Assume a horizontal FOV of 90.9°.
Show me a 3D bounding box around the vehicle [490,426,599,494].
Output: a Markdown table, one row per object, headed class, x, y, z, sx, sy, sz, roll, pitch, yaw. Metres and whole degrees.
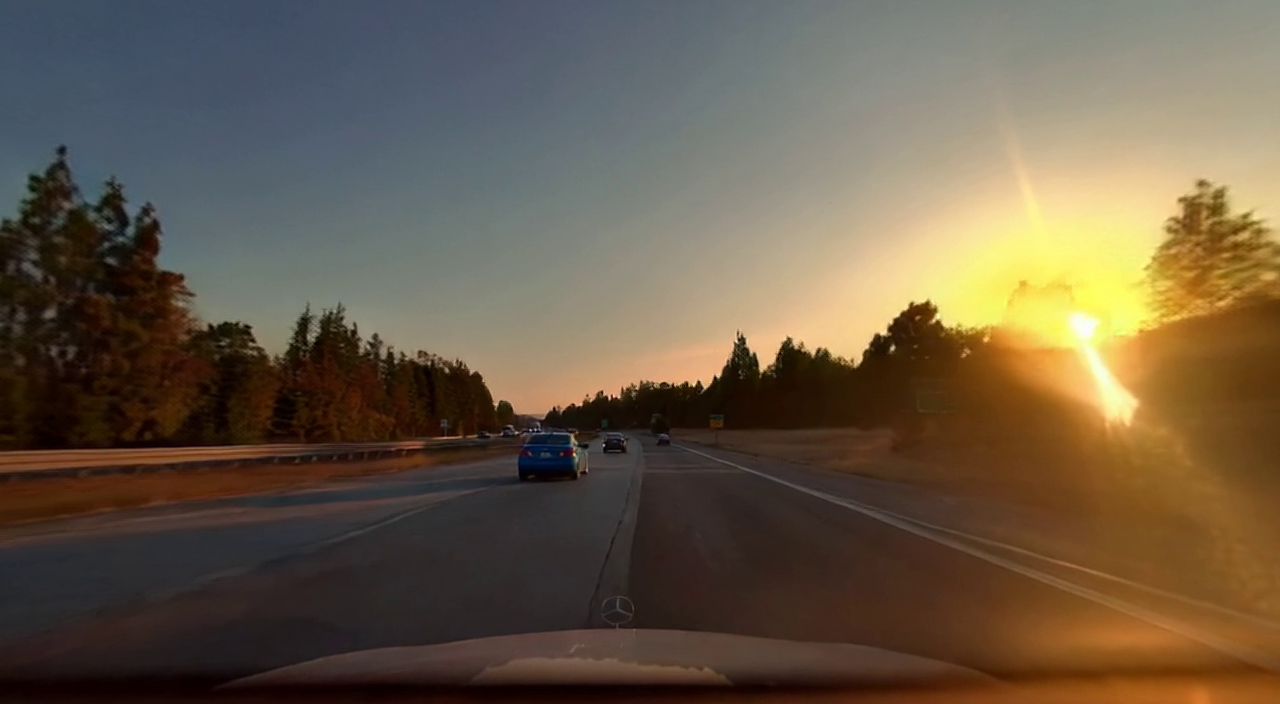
| class | x | y | z | sx | sy | sz | roll | pitch | yaw |
| --- | --- | --- | --- | --- | --- | --- | --- | --- | --- |
| vehicle | -2.211 | 2.626 | 15.781 | 1.977 | 1.443 | 4.225 | 0 | -8 | 1 |
